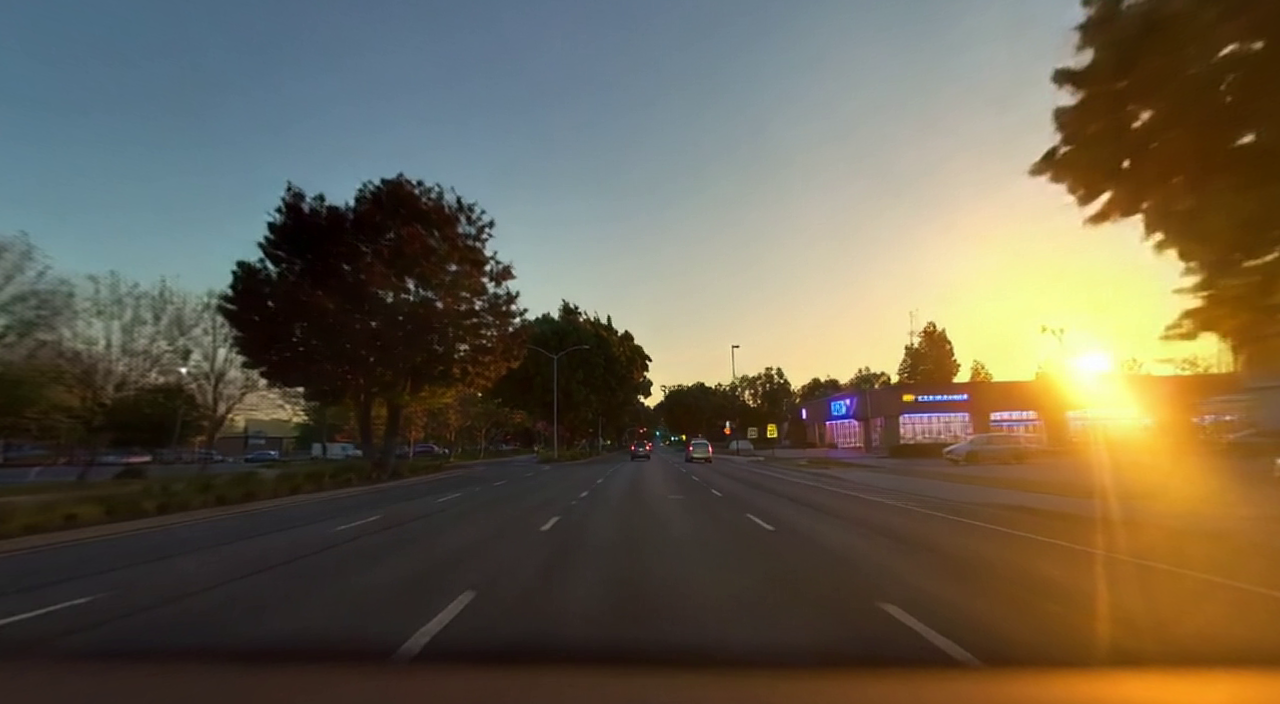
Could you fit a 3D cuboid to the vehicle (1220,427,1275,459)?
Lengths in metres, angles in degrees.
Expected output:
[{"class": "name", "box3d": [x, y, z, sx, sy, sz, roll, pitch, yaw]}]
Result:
[{"class": "vehicle", "box3d": [34.303, 5.129, 35.526, 1.938, 1.709, 4.666, -9, -12, 44]}]

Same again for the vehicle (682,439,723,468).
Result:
[{"class": "vehicle", "box3d": [3.853, 6.290, 39.411, 2.007, 1.683, 4.171, 0, -8, -1]}]

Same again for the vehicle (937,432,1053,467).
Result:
[{"class": "vehicle", "box3d": [16.908, 4.660, 30.180, 4.233, 1.562, 2.143, -1, -8, 1]}]
